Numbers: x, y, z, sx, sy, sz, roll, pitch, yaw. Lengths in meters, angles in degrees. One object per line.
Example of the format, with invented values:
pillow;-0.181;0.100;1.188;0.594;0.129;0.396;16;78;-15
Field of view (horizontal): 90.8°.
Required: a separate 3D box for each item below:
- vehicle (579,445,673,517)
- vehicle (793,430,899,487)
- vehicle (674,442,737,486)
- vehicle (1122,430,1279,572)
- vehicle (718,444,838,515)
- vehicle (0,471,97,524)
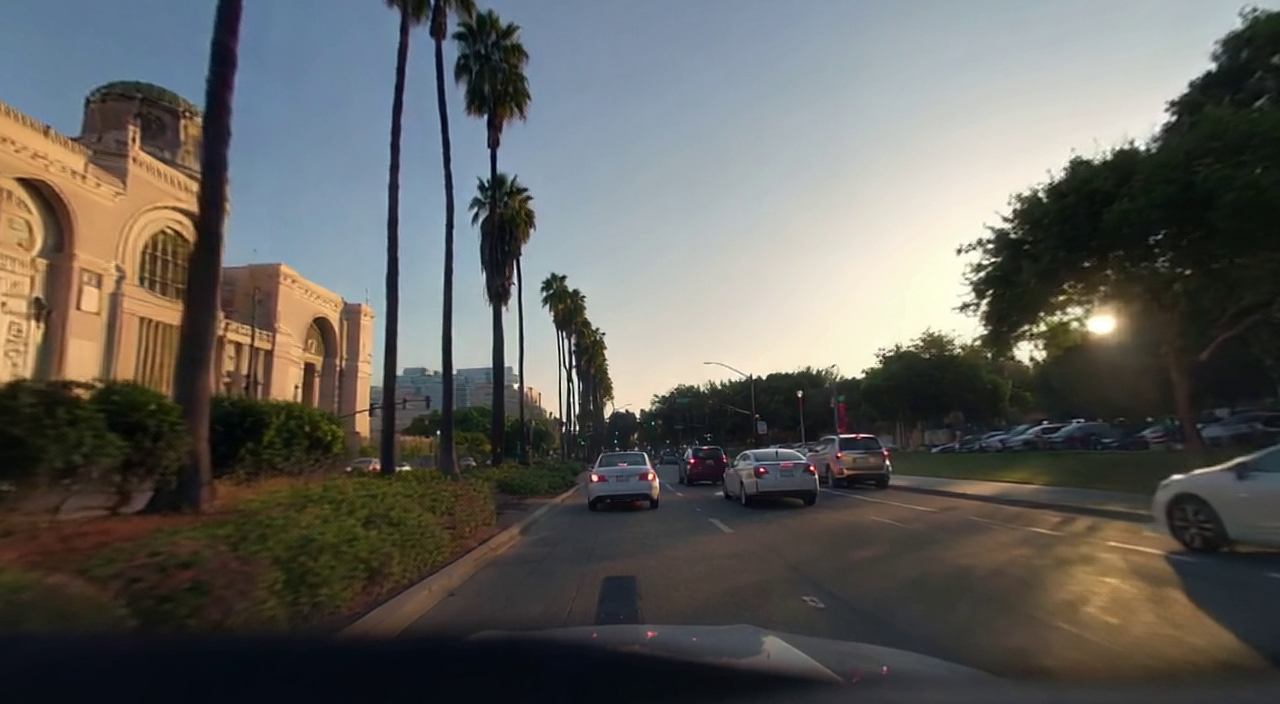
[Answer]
vehicle;-0.336;3.106;15.729;2.050;1.521;3.747;-1;-9;-1
vehicle;7.855;4.090;24.759;2.200;1.933;5.123;-1;-8;-3
vehicle;3.083;5.531;31.681;2.127;1.854;7.971;-1;-9;-1
vehicle;8.144;1.588;6.653;1.970;1.559;4.911;0;-8;-5
vehicle;3.201;3.050;15.597;1.833;1.465;4.258;0;-9;-2
vehicle;-20.560;4.701;20.537;1.935;1.479;4.453;0;-9;-3
